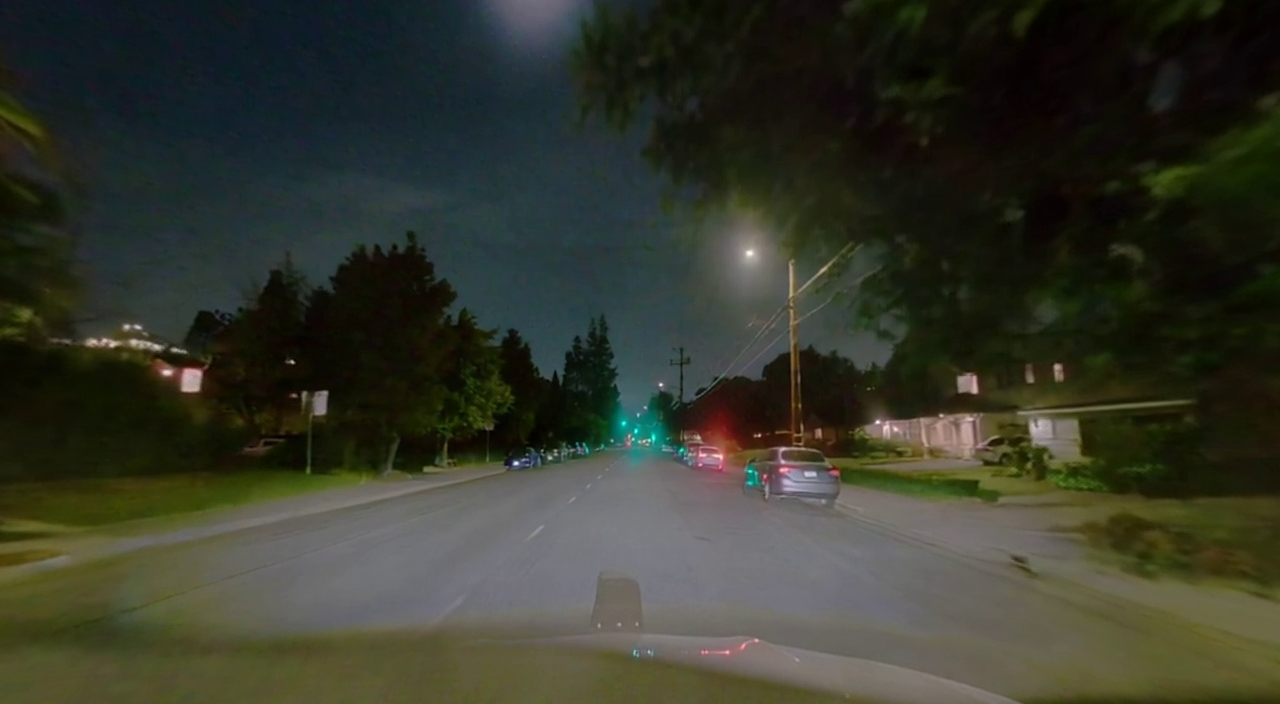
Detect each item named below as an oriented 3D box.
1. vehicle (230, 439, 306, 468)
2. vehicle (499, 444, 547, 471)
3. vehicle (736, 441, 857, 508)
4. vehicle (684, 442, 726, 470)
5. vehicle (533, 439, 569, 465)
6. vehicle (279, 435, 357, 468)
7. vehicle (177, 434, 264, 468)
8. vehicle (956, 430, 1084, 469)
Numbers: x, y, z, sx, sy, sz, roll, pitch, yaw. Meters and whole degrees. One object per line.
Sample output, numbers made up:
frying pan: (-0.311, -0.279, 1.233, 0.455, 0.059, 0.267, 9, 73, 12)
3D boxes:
vehicle: (-20.418, 5.613, 34.908, 1.791, 1.500, 3.846, 0, -9, 1)
vehicle: (-6.653, 6.043, 36.384, 2.031, 1.454, 4.410, 0, -9, -1)
vehicle: (3.710, 2.977, 15.790, 1.782, 1.439, 4.037, 1, -9, -3)
vehicle: (3.480, 5.660, 34.479, 1.763, 1.432, 4.323, 0, -9, -1)
vehicle: (-6.570, 7.442, 47.145, 2.031, 1.799, 4.587, 0, -9, -1)
vehicle: (-18.021, 5.600, 35.607, 1.925, 1.750, 4.489, 0, -9, 1)
vehicle: (-23.277, 5.530, 35.280, 1.879, 1.761, 4.199, 0, -9, 1)
vehicle: (16.664, 4.301, 27.886, 4.355, 1.674, 1.914, 0, -9, 0)
